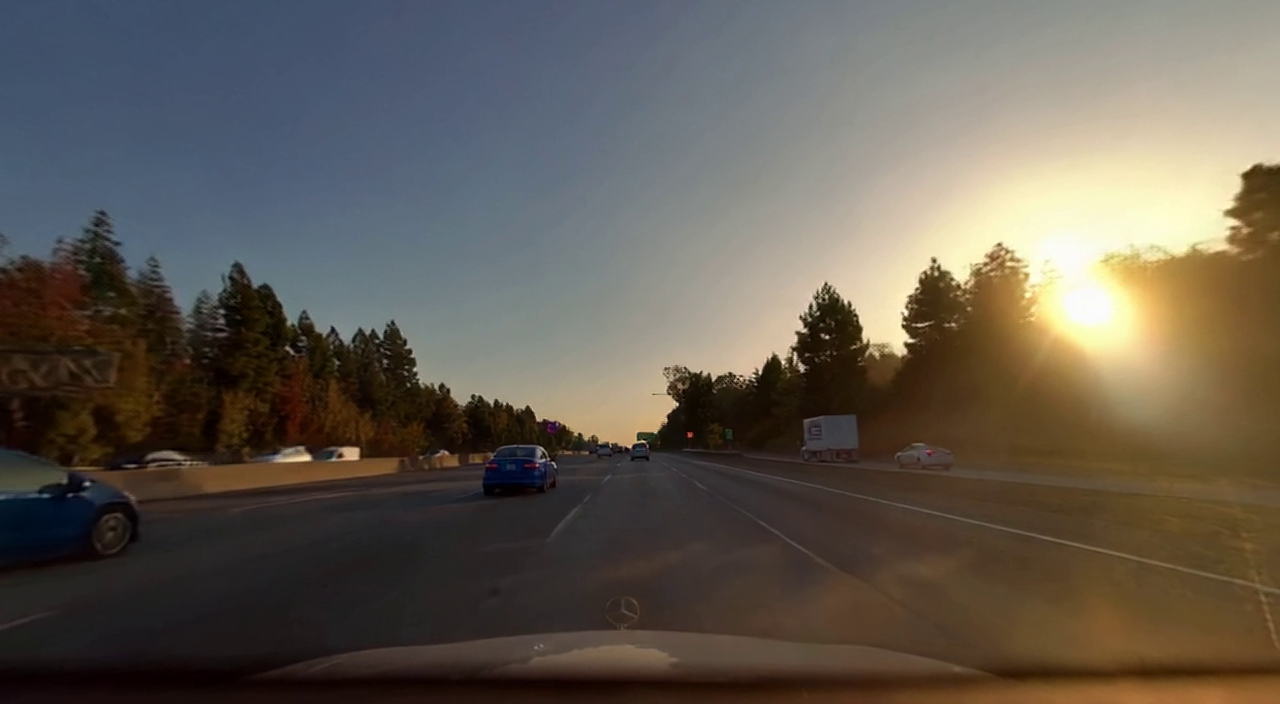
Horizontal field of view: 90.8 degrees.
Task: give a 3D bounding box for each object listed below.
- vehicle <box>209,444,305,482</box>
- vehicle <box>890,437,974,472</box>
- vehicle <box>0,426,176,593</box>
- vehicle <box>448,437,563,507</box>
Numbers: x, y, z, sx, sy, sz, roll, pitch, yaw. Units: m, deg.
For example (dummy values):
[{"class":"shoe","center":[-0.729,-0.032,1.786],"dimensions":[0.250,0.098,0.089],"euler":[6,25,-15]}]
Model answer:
[{"class":"vehicle","center":[-17.167,4.985,28.580],"dimensions":[1.924,1.569,3.779],"euler":[0,-9,0]},{"class":"vehicle","center":[15.243,5.386,33.315],"dimensions":[2.081,1.707,4.756],"euler":[0,-9,-1]},{"class":"vehicle","center":[-6.944,1.444,5.697],"dimensions":[1.955,1.540,4.715],"euler":[0,-9,-1]},{"class":"vehicle","center":[-3.268,3.008,16.249],"dimensions":[2.020,1.554,4.137],"euler":[0,-9,0]}]
